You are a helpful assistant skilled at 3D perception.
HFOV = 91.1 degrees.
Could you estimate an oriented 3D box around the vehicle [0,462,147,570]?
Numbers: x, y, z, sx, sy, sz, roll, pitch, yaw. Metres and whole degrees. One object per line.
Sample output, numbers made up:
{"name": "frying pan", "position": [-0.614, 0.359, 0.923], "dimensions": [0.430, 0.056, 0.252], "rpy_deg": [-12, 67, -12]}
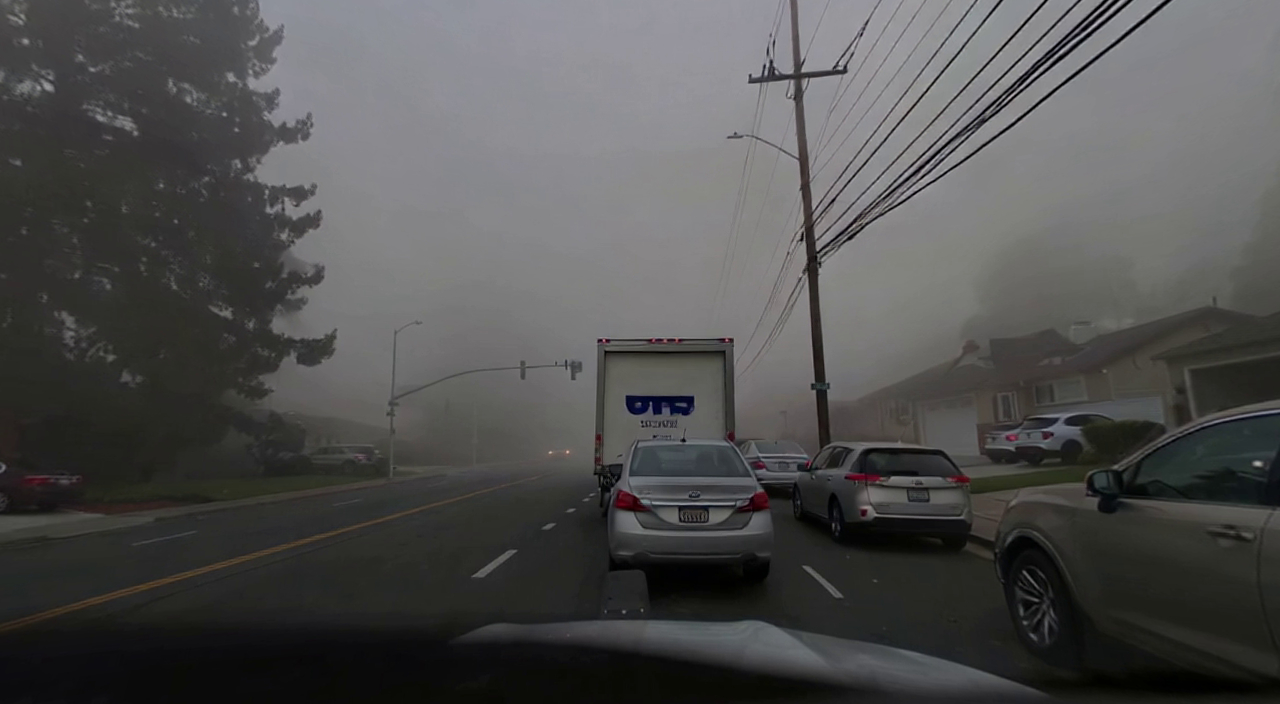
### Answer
{"name": "vehicle", "position": [-10.354, 2.488, 9.480], "dimensions": [1.925, 1.482, 4.753], "rpy_deg": [0, -8, 0]}

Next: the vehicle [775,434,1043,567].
{"name": "vehicle", "position": [3.513, 2.008, 9.349], "dimensions": [1.993, 1.479, 4.487], "rpy_deg": [0, -8, 0]}

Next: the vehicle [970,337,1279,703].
{"name": "vehicle", "position": [3.315, 0.773, 1.935], "dimensions": [2.069, 1.722, 4.888], "rpy_deg": [0, -8, 2]}

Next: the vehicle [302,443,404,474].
{"name": "vehicle", "position": [-17.432, 6.473, 38.300], "dimensions": [5.274, 1.793, 1.921], "rpy_deg": [0, -8, 3]}

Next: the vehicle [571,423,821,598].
{"name": "vehicle", "position": [0.479, 1.700, 7.681], "dimensions": [2.158, 1.499, 4.377], "rpy_deg": [0, -8, 0]}
